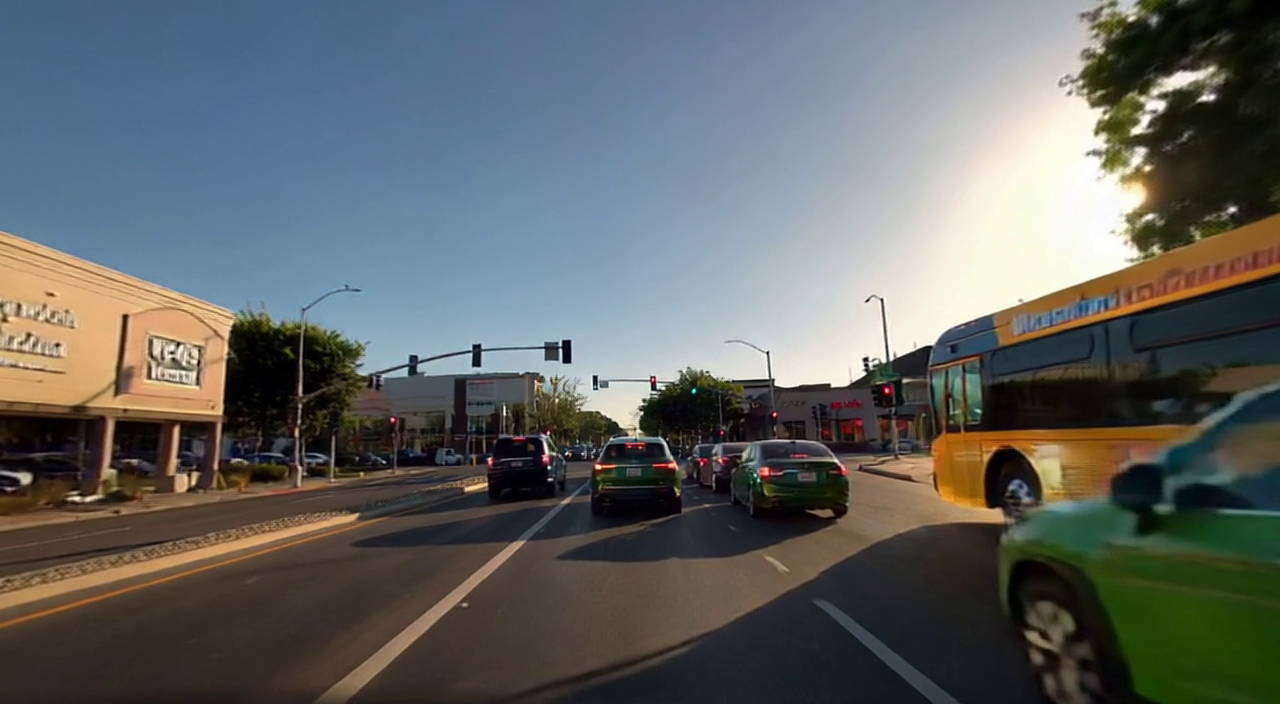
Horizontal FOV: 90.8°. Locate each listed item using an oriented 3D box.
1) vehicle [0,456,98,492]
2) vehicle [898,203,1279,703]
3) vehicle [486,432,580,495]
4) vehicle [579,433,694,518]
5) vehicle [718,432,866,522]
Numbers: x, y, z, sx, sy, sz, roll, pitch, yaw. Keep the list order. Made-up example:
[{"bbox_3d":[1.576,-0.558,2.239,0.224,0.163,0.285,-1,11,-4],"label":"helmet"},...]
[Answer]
[{"bbox_3d":[-28.110,5.580,29.029,4.425,1.545,1.894,4,-10,-27],"label":"vehicle"},{"bbox_3d":[3.030,0.488,1.228,2.490,1.951,5.931,0,-9,-1],"label":"vehicle"},{"bbox_3d":[-3.148,3.399,19.606,2.180,1.708,4.397,0,-9,0],"label":"vehicle"},{"bbox_3d":[-0.076,2.534,13.398,2.071,1.525,3.723,0,-9,0],"label":"vehicle"},{"bbox_3d":[2.864,2.451,12.966,1.922,1.508,4.330,0,-9,0],"label":"vehicle"}]
